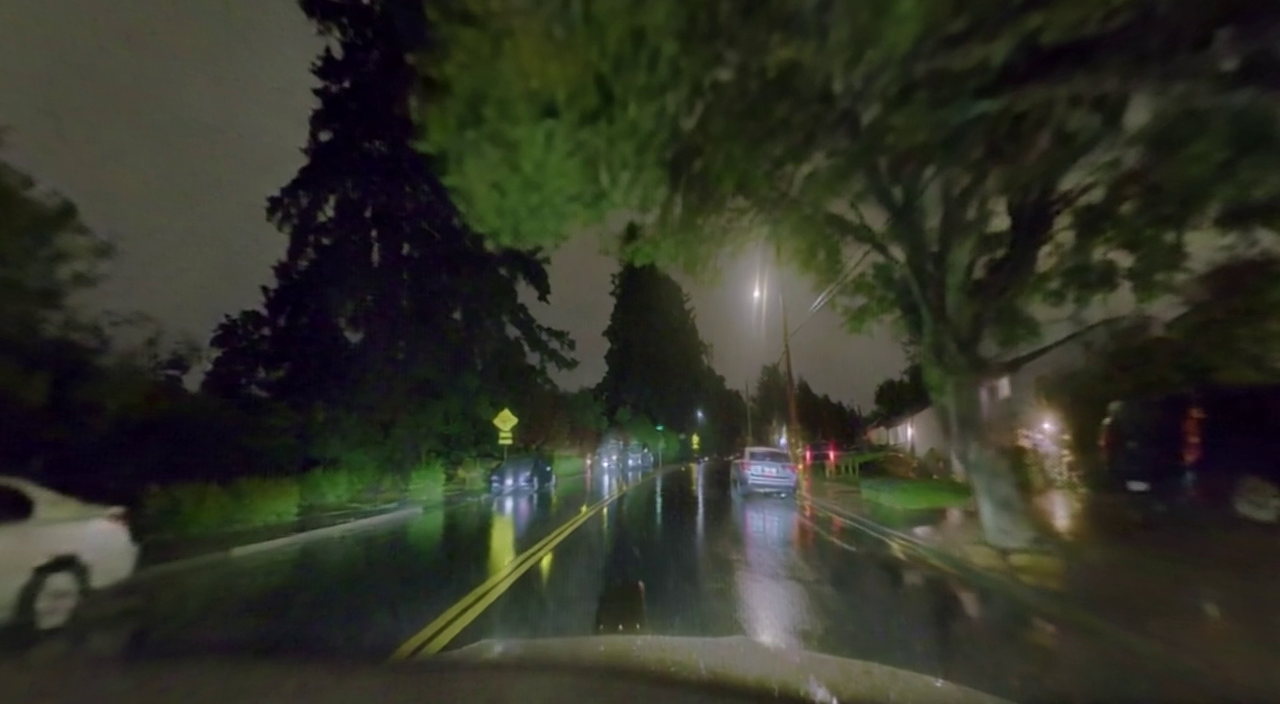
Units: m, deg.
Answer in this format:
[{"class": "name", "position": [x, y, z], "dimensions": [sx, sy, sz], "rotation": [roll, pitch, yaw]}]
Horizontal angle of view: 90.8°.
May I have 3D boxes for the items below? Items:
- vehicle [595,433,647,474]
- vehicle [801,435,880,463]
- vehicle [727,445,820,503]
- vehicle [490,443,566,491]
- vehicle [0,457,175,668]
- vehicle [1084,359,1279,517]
[{"class": "vehicle", "position": [-1.271, 7.435, 45.534], "dimensions": [2.334, 2.126, 6.444], "rotation": [-6, -16, 10]}, {"class": "vehicle", "position": [14.768, 7.209, 46.733], "dimensions": [5.325, 1.939, 2.150], "rotation": [-3, -9, 16]}, {"class": "vehicle", "position": [3.724, 3.462, 18.405], "dimensions": [1.972, 1.460, 4.137], "rotation": [-1, -8, 2]}, {"class": "vehicle", "position": [-4.440, 4.773, 25.729], "dimensions": [2.005, 1.557, 4.172], "rotation": [-3, -15, 5]}, {"class": "vehicle", "position": [-5.853, 1.499, 4.284], "dimensions": [1.972, 1.536, 4.347], "rotation": [-3, -15, 1]}, {"class": "vehicle", "position": [9.406, 1.147, 8.561], "dimensions": [5.009, 1.906, 2.046], "rotation": [-1, -8, 5]}]
